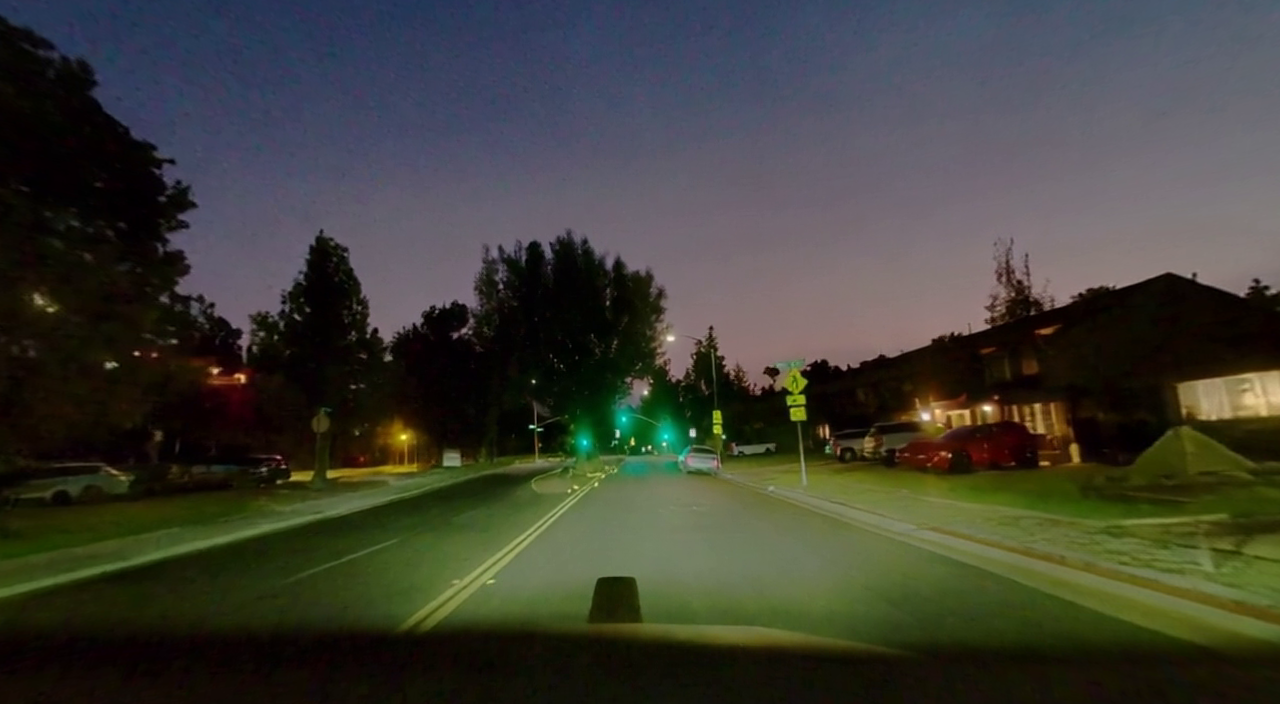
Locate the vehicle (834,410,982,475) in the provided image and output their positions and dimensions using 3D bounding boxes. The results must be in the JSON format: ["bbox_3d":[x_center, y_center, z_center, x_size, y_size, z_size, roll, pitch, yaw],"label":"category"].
[{"bbox_3d":[10.297,3.516,24.570,4.653,1.979,1.998,-6,-9,0],"label":"vehicle"}]

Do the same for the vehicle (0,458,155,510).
[{"bbox_3d":[-18.960,4.233,20.571,4.691,1.483,1.955,8,-12,-44],"label":"vehicle"}]

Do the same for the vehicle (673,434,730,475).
[{"bbox_3d":[3.010,5.192,32.180,2.221,1.892,5.555,0,-9,-1],"label":"vehicle"}]

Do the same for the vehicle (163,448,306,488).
[{"bbox_3d":[-19.637,5.564,30.825,2.059,1.746,5.388,-8,-12,42],"label":"vehicle"}]

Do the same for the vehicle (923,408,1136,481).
[{"bbox_3d":[11.070,2.692,18.256,4.750,1.658,1.902,-4,-10,1],"label":"vehicle"}]
